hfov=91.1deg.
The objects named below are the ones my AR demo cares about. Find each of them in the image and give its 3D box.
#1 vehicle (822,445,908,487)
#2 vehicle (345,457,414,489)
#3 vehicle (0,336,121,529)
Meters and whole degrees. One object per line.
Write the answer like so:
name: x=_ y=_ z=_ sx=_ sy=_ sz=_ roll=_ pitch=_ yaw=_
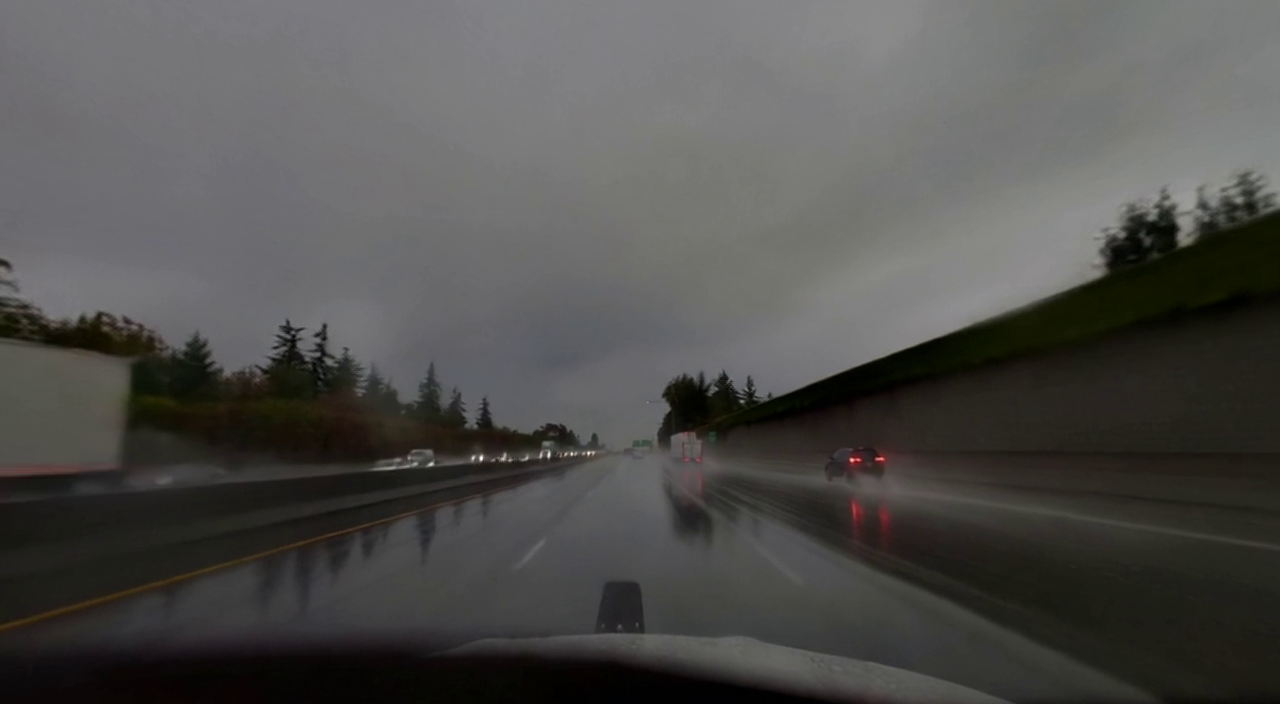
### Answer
vehicle: x=9.720 y=4.930 z=27.617 sx=1.950 sy=1.632 sz=4.845 roll=0 pitch=-9 yaw=0
vehicle: x=-13.168 y=6.112 z=32.077 sx=1.802 sy=1.459 sz=4.061 roll=0 pitch=-9 yaw=0
vehicle: x=-16.481 y=1.226 z=10.337 sx=3.679 sy=4.369 sz=14.373 roll=0 pitch=-9 yaw=0
